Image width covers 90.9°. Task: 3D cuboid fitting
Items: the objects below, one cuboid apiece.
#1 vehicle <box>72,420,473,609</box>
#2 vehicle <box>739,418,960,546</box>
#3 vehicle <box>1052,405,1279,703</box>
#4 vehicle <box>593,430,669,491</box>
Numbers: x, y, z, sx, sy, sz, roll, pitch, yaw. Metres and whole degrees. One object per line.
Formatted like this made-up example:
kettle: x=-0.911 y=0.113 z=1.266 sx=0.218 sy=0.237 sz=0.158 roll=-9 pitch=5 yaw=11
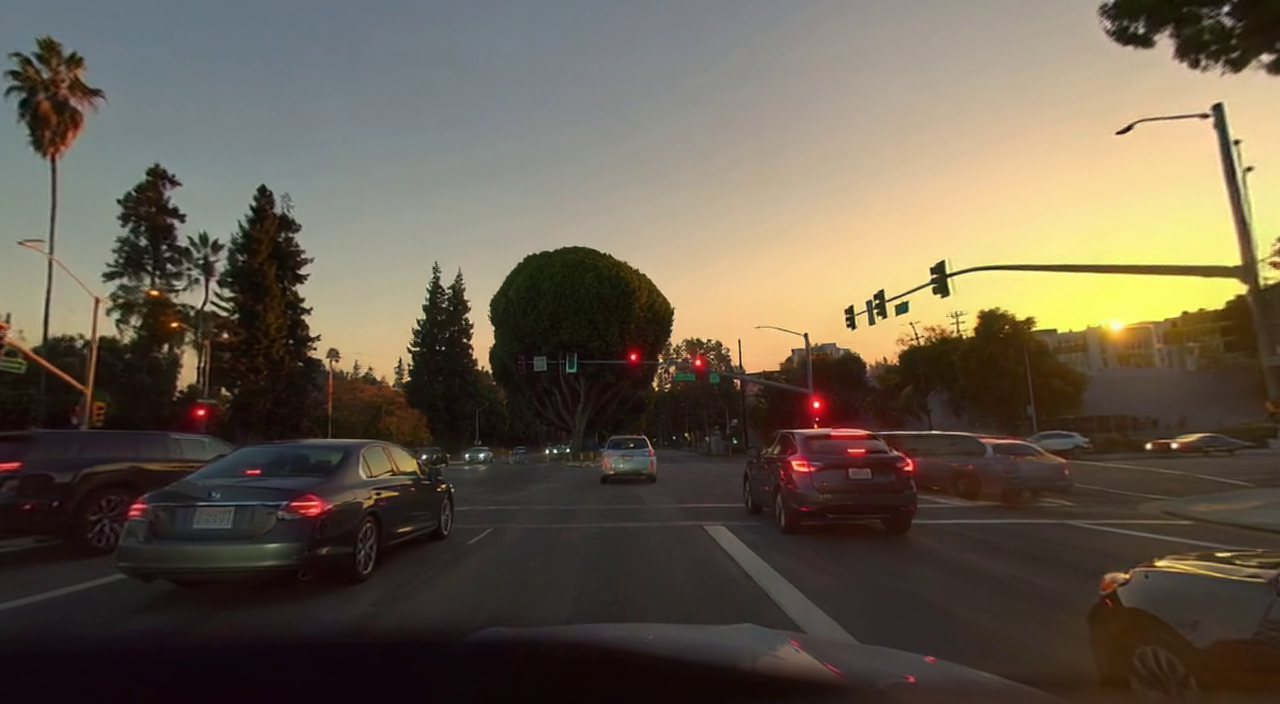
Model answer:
vehicle: x=-3.527 y=1.621 z=7.290 sx=1.941 sy=1.492 sz=4.399 roll=0 pitch=-8 yaw=1
vehicle: x=3.201 y=2.089 z=10.829 sx=2.097 sy=1.707 sz=4.461 roll=0 pitch=-8 yaw=-2
vehicle: x=3.180 y=0.763 z=1.113 sx=1.960 sy=1.460 sz=4.233 roll=0 pitch=-8 yaw=-1
vehicle: x=-0.244 y=3.466 z=20.405 sx=2.215 sy=1.749 sz=3.976 roll=0 pitch=-8 yaw=1
